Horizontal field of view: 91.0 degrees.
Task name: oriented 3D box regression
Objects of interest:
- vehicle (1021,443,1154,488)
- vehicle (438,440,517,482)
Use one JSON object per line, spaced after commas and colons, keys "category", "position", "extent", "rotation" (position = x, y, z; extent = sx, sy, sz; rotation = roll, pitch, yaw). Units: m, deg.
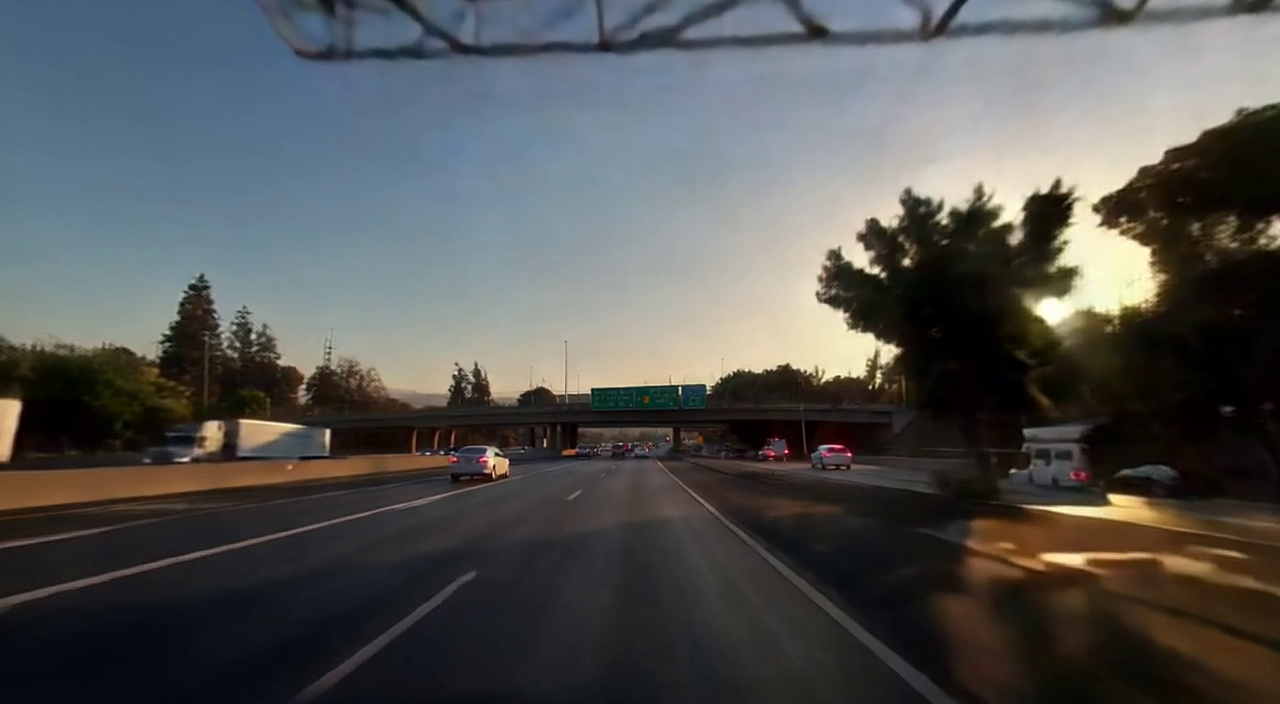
{"category": "vehicle", "position": [17.810, 4.490, 25.386], "extent": [2.012, 1.601, 4.565], "rotation": [0, -8, 0]}
{"category": "vehicle", "position": [-6.443, 4.349, 25.454], "extent": [1.985, 1.513, 4.172], "rotation": [0, -8, 1]}
